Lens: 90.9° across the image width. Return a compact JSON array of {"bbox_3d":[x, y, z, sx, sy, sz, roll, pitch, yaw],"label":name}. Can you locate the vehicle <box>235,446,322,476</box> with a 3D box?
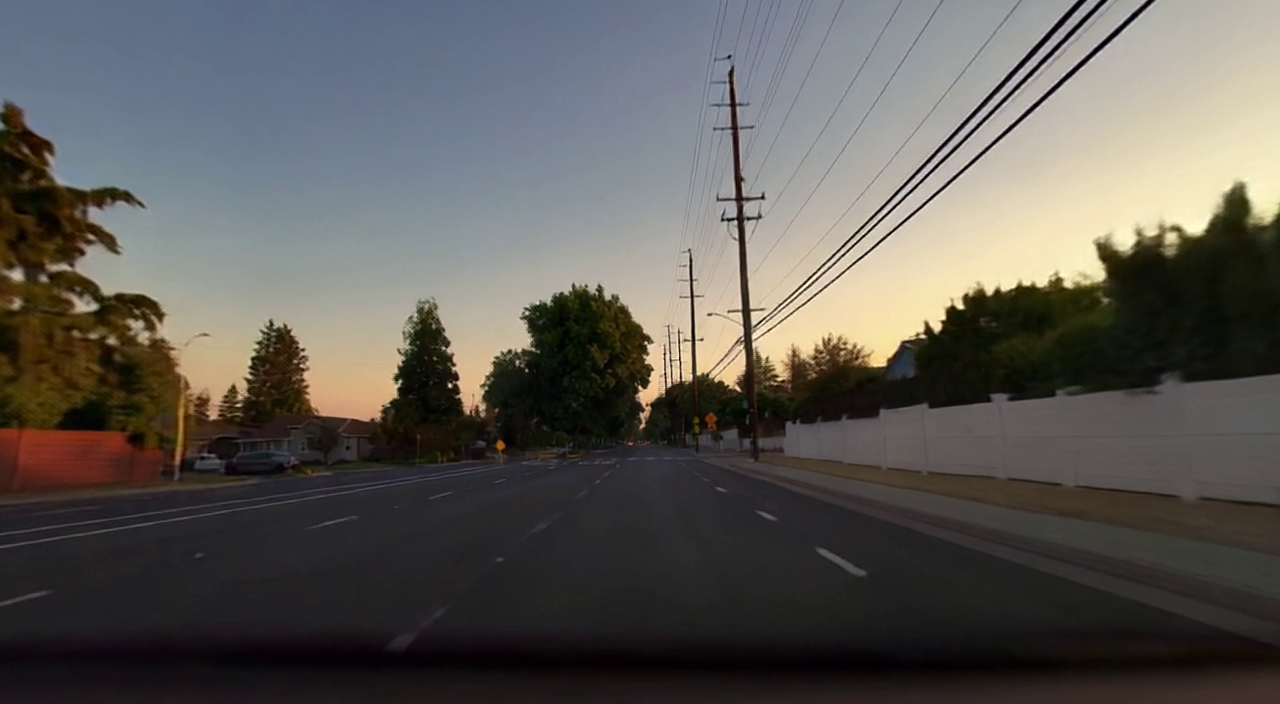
[{"bbox_3d":[-25.177,7.540,43.905,5.246,1.961,2.280,-3,-8,20],"label":"vehicle"}]
